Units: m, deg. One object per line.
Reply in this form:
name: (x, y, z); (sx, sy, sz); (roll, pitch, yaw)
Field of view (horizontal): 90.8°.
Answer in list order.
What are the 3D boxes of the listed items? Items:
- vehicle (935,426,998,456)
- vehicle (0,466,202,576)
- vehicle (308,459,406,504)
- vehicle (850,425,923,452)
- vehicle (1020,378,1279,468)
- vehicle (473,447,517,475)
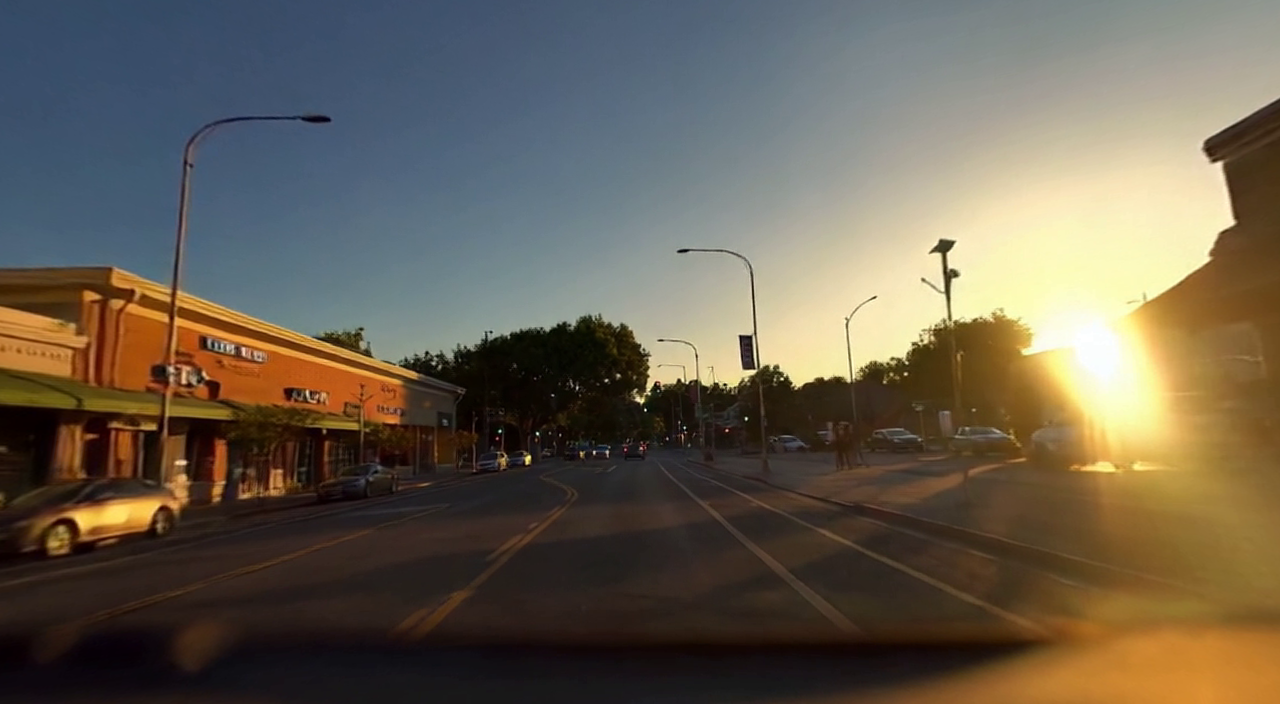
vehicle: (17.102, 4.693, 33.294); (1.773, 1.446, 4.421); (-3, -8, 12)
vehicle: (-10.855, 3.071, 12.178); (1.837, 1.586, 4.155); (0, -8, 0)
vehicle: (-11.003, 5.034, 24.958); (1.828, 1.470, 4.523); (0, -8, 0)
vehicle: (16.948, 5.976, 43.562); (4.135, 1.753, 2.122); (-1, -9, 1)
vehicle: (12.862, 1.930, 16.500); (2.532, 1.997, 5.001); (0, -8, -3)
vehicle: (-10.843, 8.134, 47.516); (2.033, 1.930, 4.786); (-1, -8, 2)
